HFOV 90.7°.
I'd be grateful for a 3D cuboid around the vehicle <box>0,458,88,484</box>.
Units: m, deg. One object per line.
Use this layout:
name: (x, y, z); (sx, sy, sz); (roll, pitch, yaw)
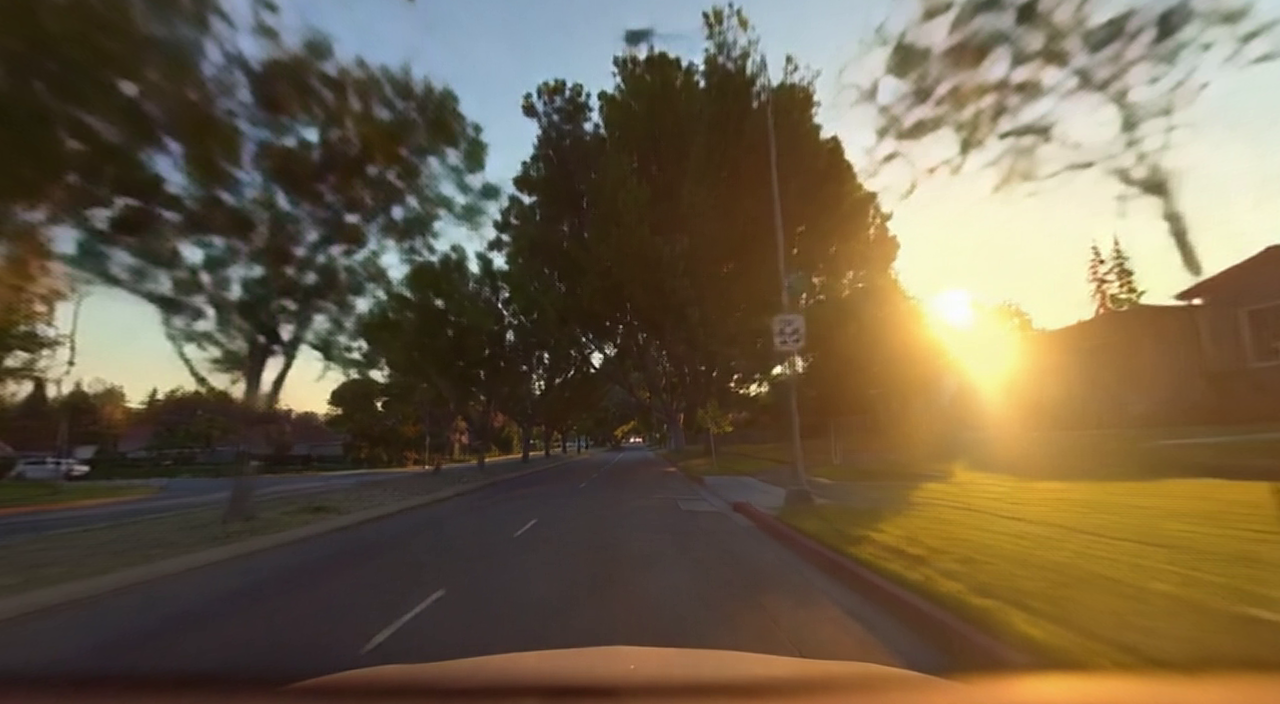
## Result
vehicle: (-36.436, 7.188, 38.346); (4.213, 1.431, 1.812); (0, -8, -1)
